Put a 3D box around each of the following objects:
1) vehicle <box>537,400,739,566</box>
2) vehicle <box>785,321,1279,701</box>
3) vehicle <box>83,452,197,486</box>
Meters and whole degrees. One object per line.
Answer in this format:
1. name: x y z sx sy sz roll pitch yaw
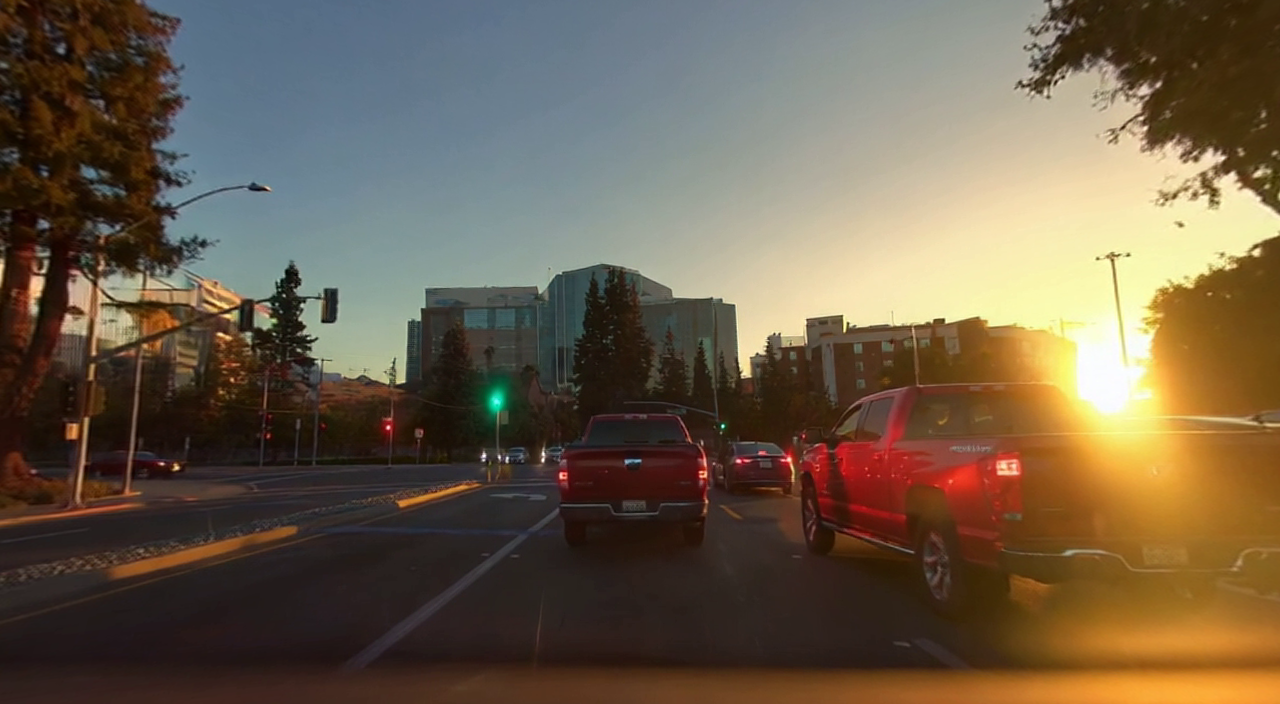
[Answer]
1. vehicle: -0.087 1.826 9.593 2.240 1.821 5.001 0 -9 -2
2. vehicle: 3.324 1.218 6.150 2.412 1.953 5.682 0 -9 -1
3. vehicle: -26.528 6.186 33.725 4.437 1.669 1.936 5 -10 -30
